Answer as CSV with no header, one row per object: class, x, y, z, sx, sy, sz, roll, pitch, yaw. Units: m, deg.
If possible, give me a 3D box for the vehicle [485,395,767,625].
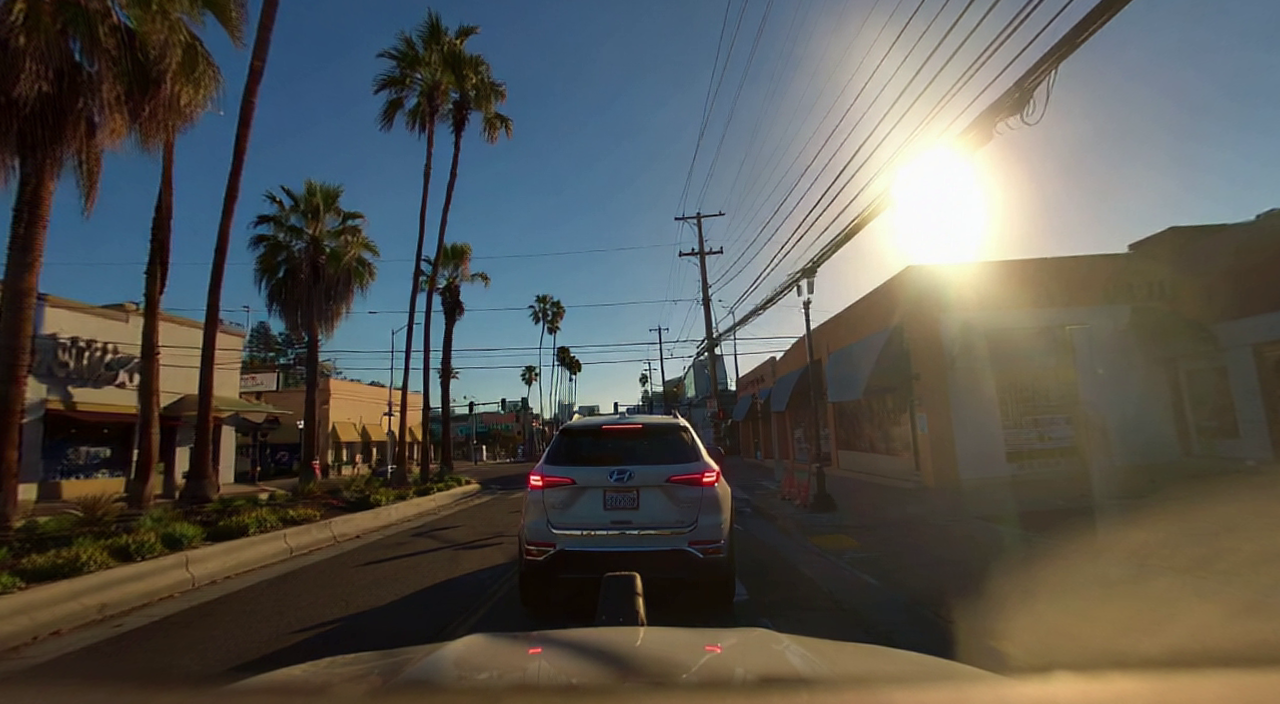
vehicle,-0.190,1.449,6.682,2.105,1.702,3.750,0,-8,-3
